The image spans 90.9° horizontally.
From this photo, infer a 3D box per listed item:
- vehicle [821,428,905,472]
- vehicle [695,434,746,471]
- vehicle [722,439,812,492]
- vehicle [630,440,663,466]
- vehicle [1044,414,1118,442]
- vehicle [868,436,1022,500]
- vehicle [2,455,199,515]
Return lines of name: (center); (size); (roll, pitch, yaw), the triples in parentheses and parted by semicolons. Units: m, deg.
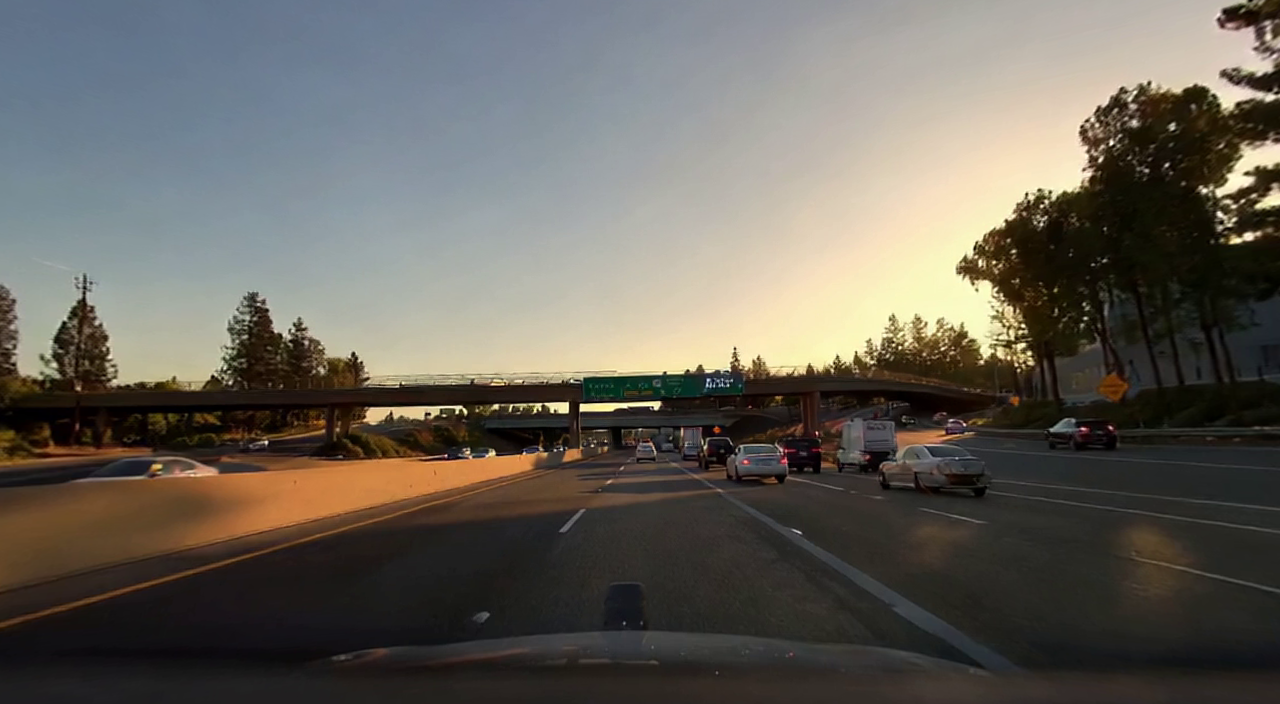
vehicle: (11.222, 4.975, 32.217); (2.193, 2.025, 5.606); (0, -8, 0)
vehicle: (4.331, 5.493, 34.519); (2.086, 1.858, 4.737); (0, -8, -1)
vehicle: (3.895, 3.540, 20.113); (1.902, 1.481, 4.451); (0, -8, 0)
vehicle: (0.452, 6.877, 43.025); (2.124, 1.639, 4.122); (0, -8, 0)
vehicle: (31.504, 5.507, 45.254); (2.131, 1.840, 4.870); (-1, -8, 5)
vehicle: (7.878, 3.022, 16.860); (1.919, 1.476, 4.303); (0, -8, -1)
vehicle: (-15.514, 3.800, 18.542); (1.888, 1.464, 4.395); (0, -8, 1)
